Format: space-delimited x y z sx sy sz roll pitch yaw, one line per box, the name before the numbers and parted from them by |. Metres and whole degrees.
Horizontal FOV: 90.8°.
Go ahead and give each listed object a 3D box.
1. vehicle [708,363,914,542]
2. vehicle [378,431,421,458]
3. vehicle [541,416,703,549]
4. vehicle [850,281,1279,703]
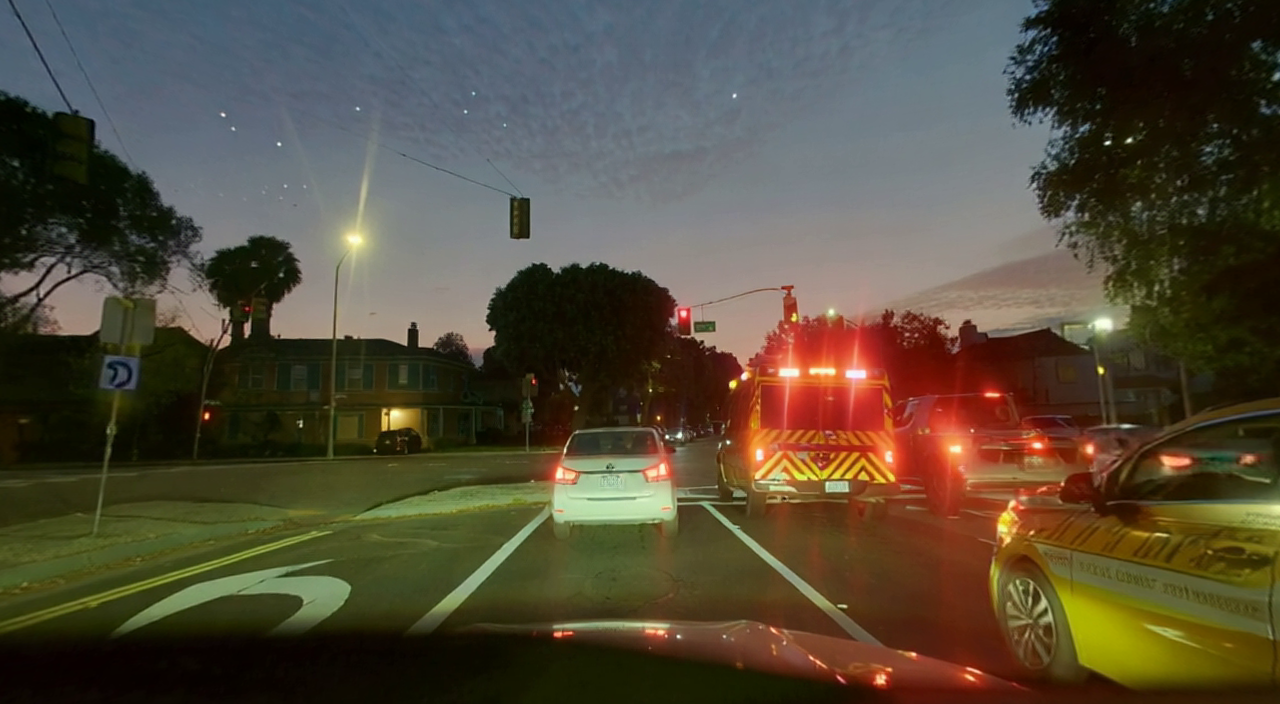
vehicle | 2.869 1.902 12.370 2.406 2.687 5.521 0 -8 0
vehicle | -17.732 6.876 46.860 2.246 1.880 4.454 1 -8 -12
vehicle | -0.265 1.982 10.186 2.114 1.707 3.725 0 -8 -1
vehicle | 2.853 0.892 2.884 2.194 1.820 4.652 0 -8 0
